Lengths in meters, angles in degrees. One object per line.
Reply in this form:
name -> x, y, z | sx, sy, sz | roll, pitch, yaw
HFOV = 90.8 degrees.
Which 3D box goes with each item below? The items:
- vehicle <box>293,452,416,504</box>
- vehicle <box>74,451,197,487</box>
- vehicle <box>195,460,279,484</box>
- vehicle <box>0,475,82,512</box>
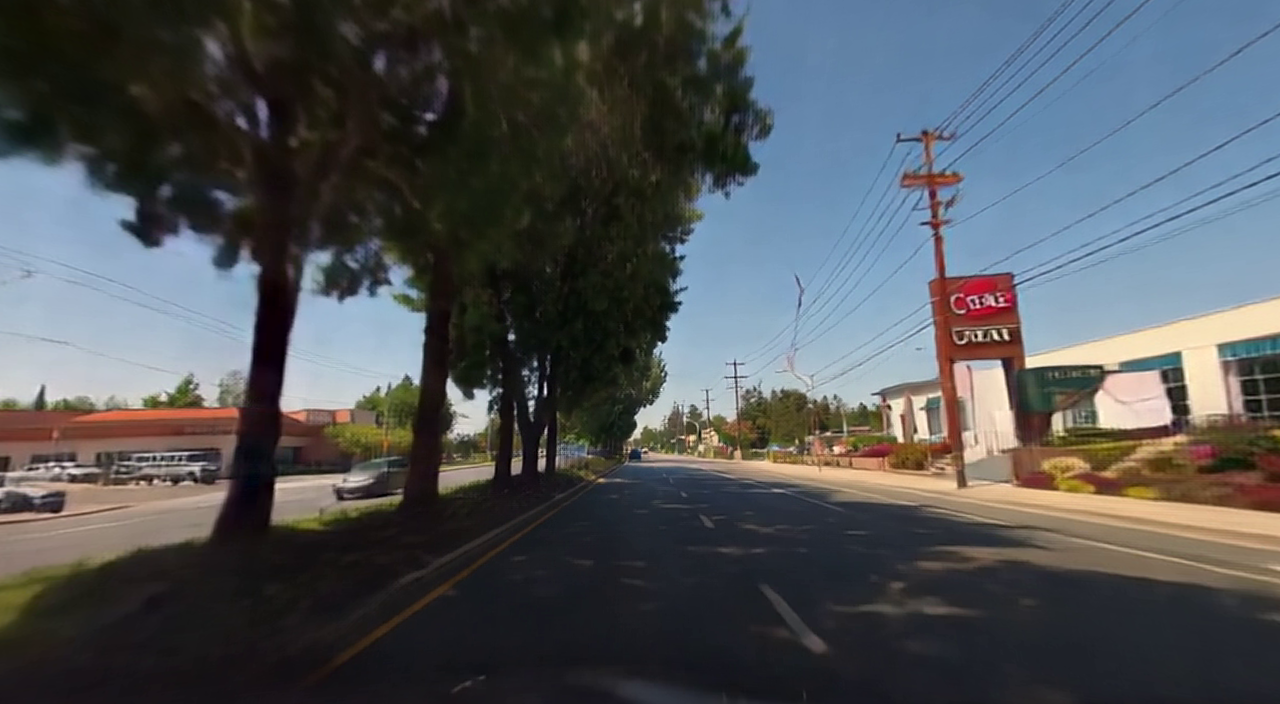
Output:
vehicle -> -9.239, 4.086, 20.960 | 1.900, 1.488, 4.675 | -1, -9, 0
vehicle -> -29.700, 6.881, 37.311 | 5.145, 1.979, 2.281 | 0, -9, -3
vehicle -> -29.701, 8.807, 46.645 | 4.662, 1.599, 2.133 | 0, -8, -3
vehicle -> -29.686, 6.765, 30.138 | 4.377, 1.520, 1.843 | -2, -9, 2
